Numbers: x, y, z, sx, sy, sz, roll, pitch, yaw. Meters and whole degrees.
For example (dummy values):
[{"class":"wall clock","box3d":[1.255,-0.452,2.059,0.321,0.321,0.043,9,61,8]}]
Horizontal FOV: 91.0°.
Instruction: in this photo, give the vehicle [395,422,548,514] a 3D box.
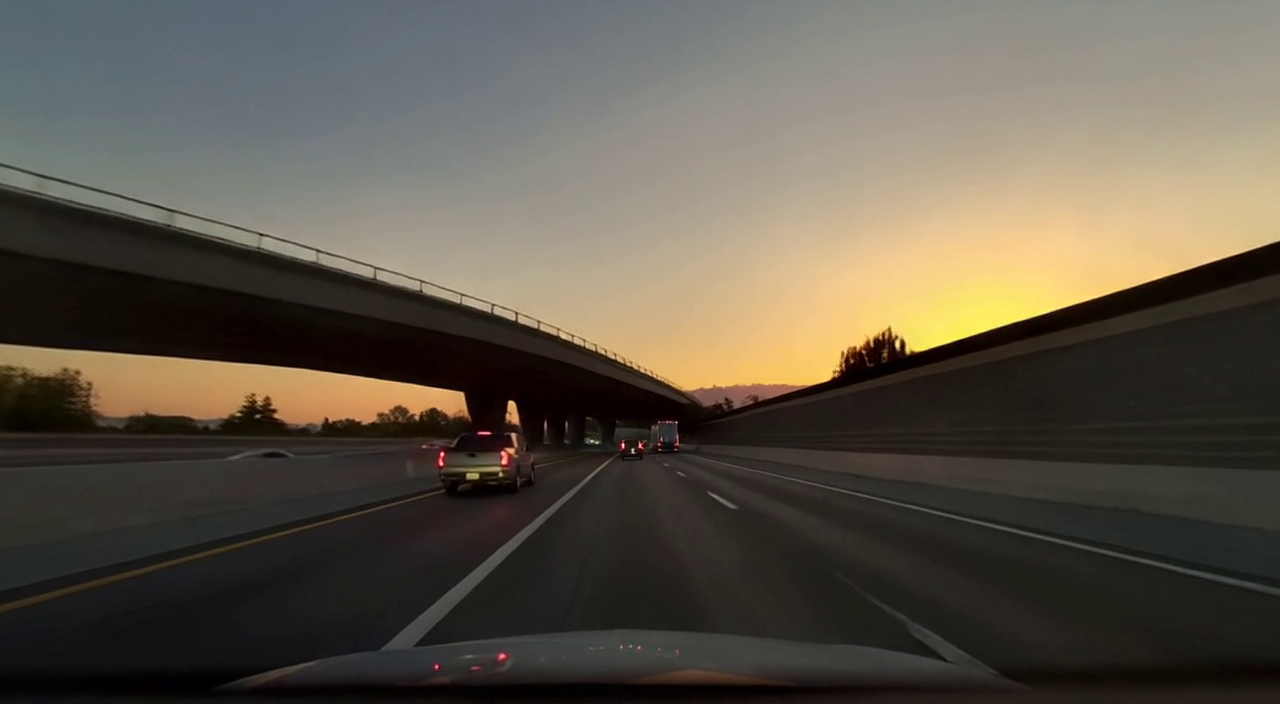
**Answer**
[{"class":"vehicle","box3d":[-3.617,2.581,14.571,2.326,1.761,4.450,0,-8,0]}]

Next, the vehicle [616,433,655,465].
[{"class":"vehicle","box3d":[-0.355,6.487,42.231,2.456,2.007,4.728,0,-8,-2]}]

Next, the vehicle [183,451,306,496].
[{"class":"vehicle","box3d":[-15.287,4.678,24.700,1.933,1.496,4.597,0,-8,-1]}]
